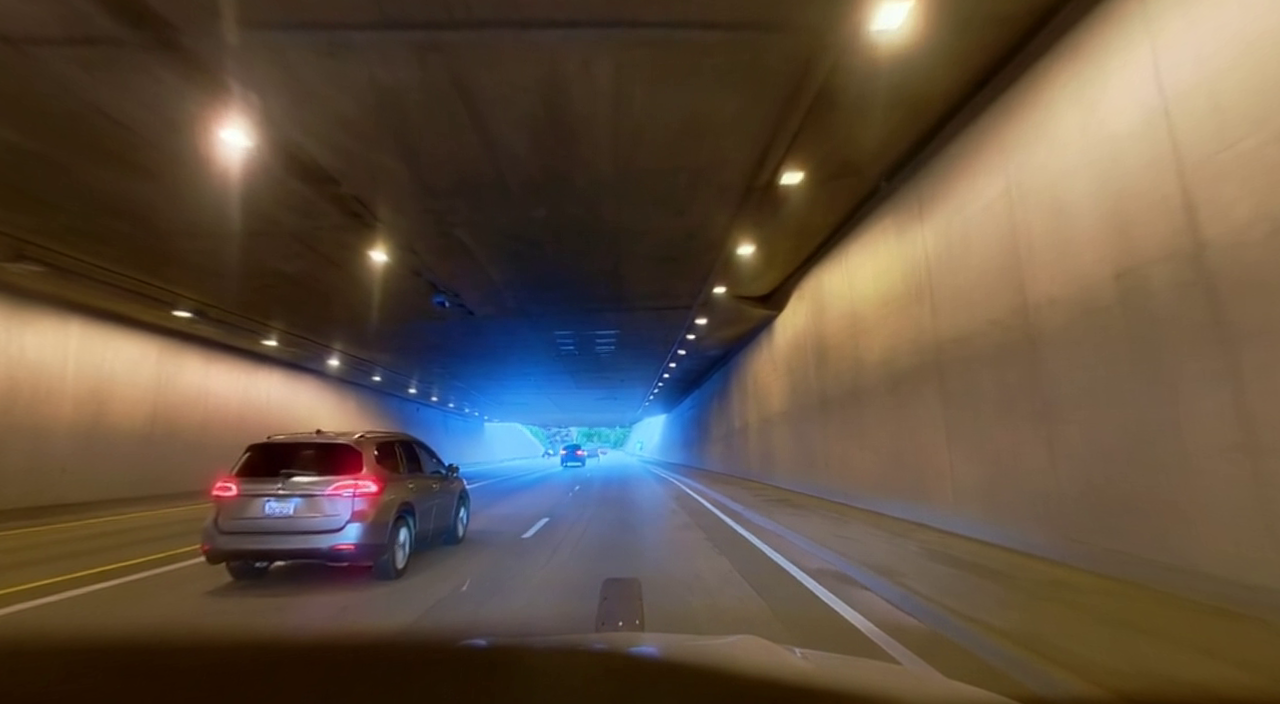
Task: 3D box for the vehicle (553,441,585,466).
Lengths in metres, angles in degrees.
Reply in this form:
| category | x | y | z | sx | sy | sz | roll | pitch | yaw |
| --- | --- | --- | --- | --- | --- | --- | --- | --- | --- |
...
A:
| category | x | y | z | sx | sy | sz | roll | pitch | yaw |
| --- | --- | --- | --- | --- | --- | --- | --- | --- | --- |
| vehicle | -5.070 | 7.326 | 45.718 | 1.961 | 1.725 | 4.315 | 0 | -8 | -2 |
